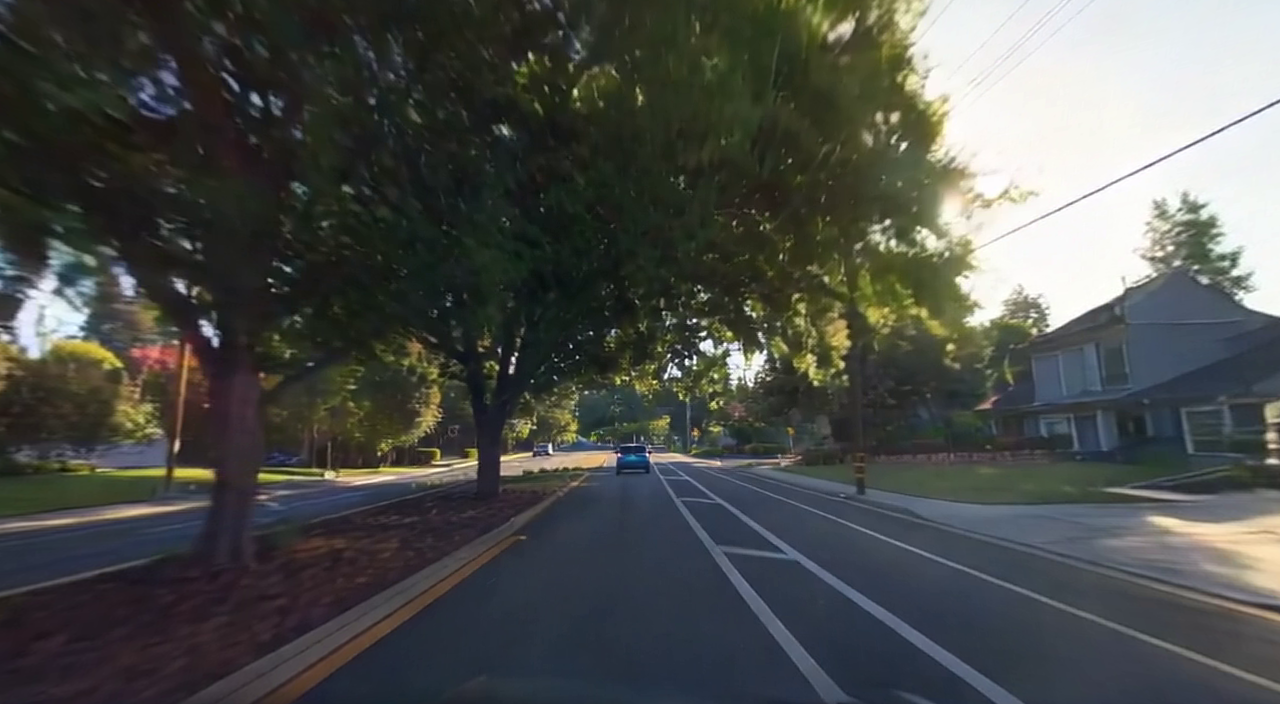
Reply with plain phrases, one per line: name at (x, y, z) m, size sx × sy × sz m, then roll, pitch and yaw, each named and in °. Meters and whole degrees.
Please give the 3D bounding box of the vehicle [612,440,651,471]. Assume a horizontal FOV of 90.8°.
vehicle at (-0.498, 6.007, 36.927) m, size 2.139 × 1.699 × 3.916 m, roll 0°, pitch -8°, yaw 0°
